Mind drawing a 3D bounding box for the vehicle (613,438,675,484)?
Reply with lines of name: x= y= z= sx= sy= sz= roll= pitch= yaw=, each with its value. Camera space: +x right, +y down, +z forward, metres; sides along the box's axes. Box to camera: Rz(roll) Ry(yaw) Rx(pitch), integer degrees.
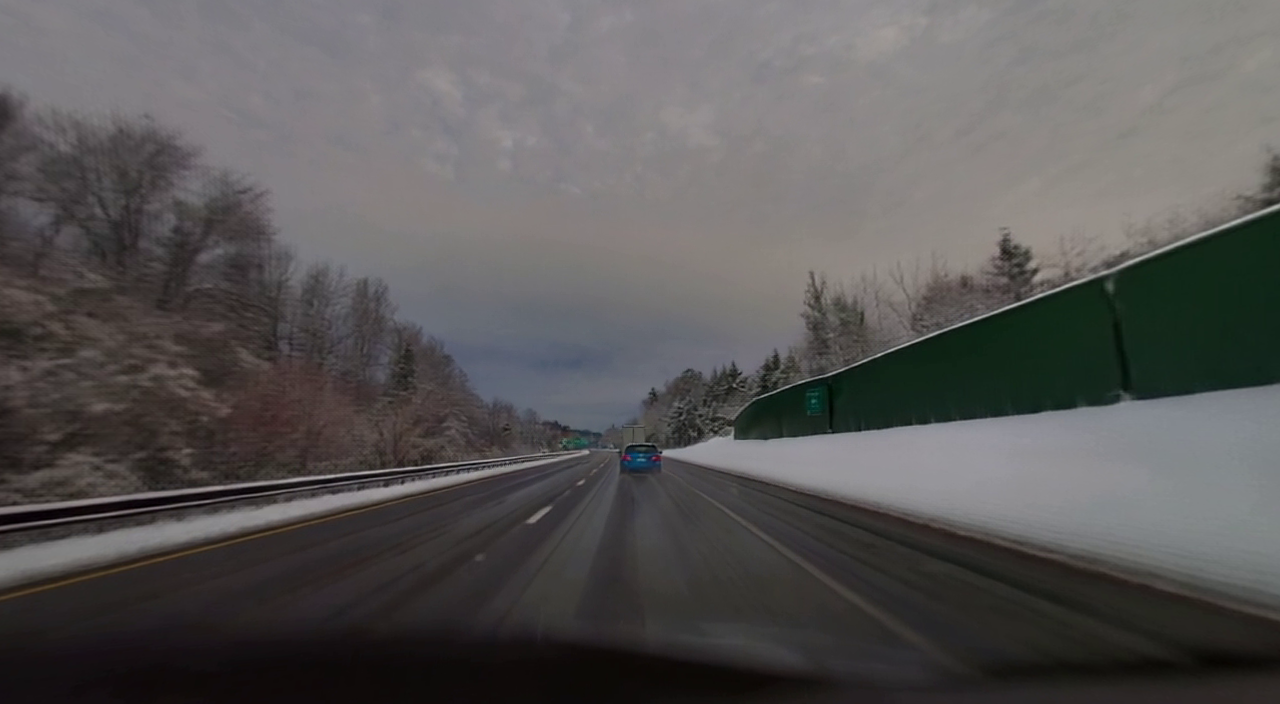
vehicle: x=0.081 y=3.950 z=23.132 sx=2.057 sy=1.516 sz=4.065 roll=1 pitch=-8 yaw=-1
